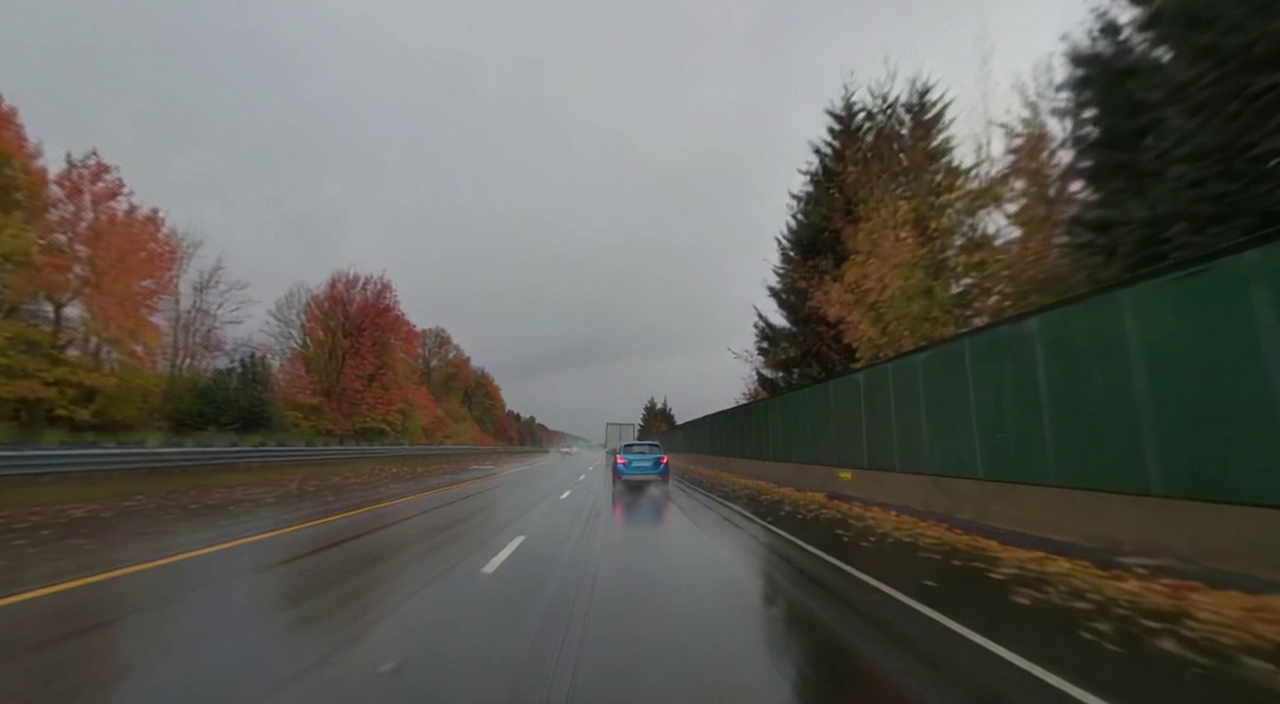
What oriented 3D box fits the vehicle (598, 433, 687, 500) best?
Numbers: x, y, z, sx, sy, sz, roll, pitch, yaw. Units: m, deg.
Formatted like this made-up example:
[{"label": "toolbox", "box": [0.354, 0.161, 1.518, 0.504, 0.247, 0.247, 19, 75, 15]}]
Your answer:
[{"label": "vehicle", "box": [-0.040, 2.941, 16.597, 2.057, 1.516, 4.065, 1, -8, -3]}]
